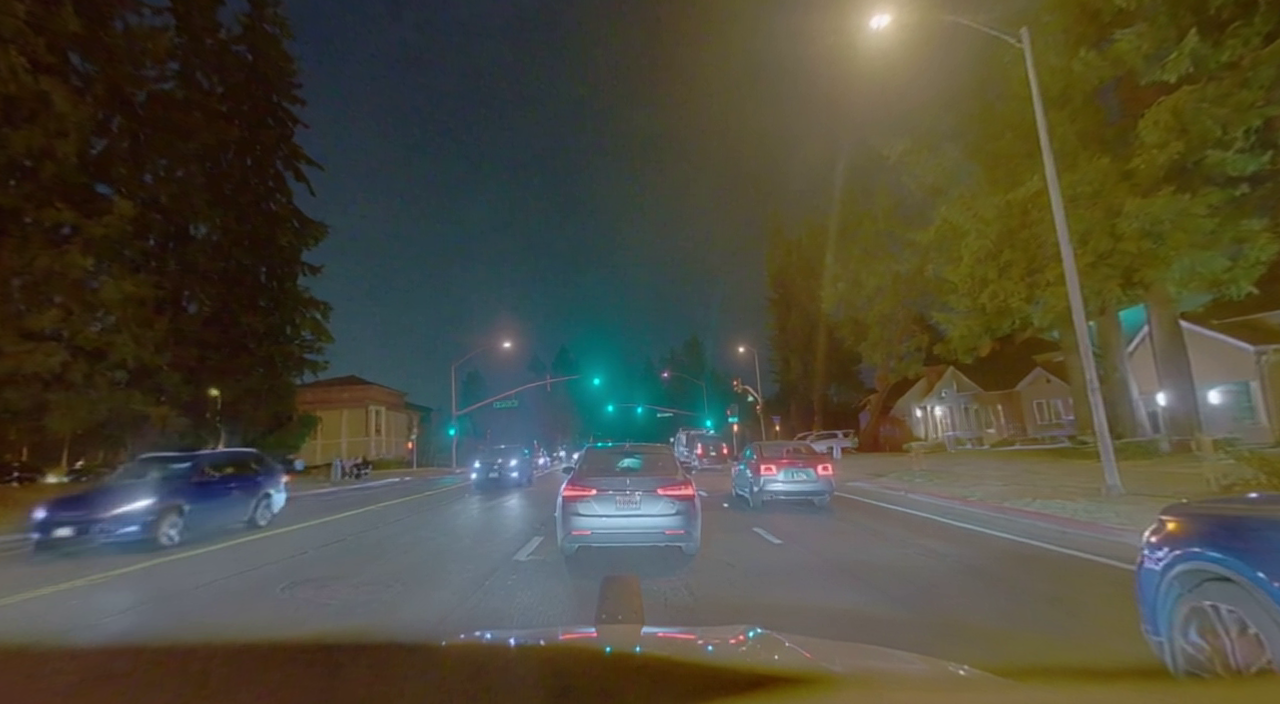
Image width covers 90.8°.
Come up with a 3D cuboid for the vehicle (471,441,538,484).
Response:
[{"bbox_3d":[-5.739,4.718,27.366,2.058,1.695,4.319,0,-8,-2],"label":"vehicle"}]

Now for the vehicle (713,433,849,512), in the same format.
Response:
[{"bbox_3d":[3.004,2.667,14.529,1.971,1.517,4.521,0,-8,-1],"label":"vehicle"}]

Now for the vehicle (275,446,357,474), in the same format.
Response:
[{"bbox_3d":[-19.859,6.638,38.798,3.957,1.630,1.881,0,-8,-1],"label":"vehicle"}]

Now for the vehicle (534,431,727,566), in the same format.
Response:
[{"bbox_3d":[-0.148,1.973,9.298,2.186,1.500,4.141,0,-8,-1],"label":"vehicle"}]

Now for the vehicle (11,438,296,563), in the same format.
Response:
[{"bbox_3d":[-8.270,2.481,11.391,1.996,1.680,4.203,-2,-8,-4],"label":"vehicle"}]

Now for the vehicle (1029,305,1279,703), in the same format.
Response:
[{"bbox_3d":[3.357,0.597,1.511,2.006,1.766,4.345,0,-8,-1],"label":"vehicle"}]
